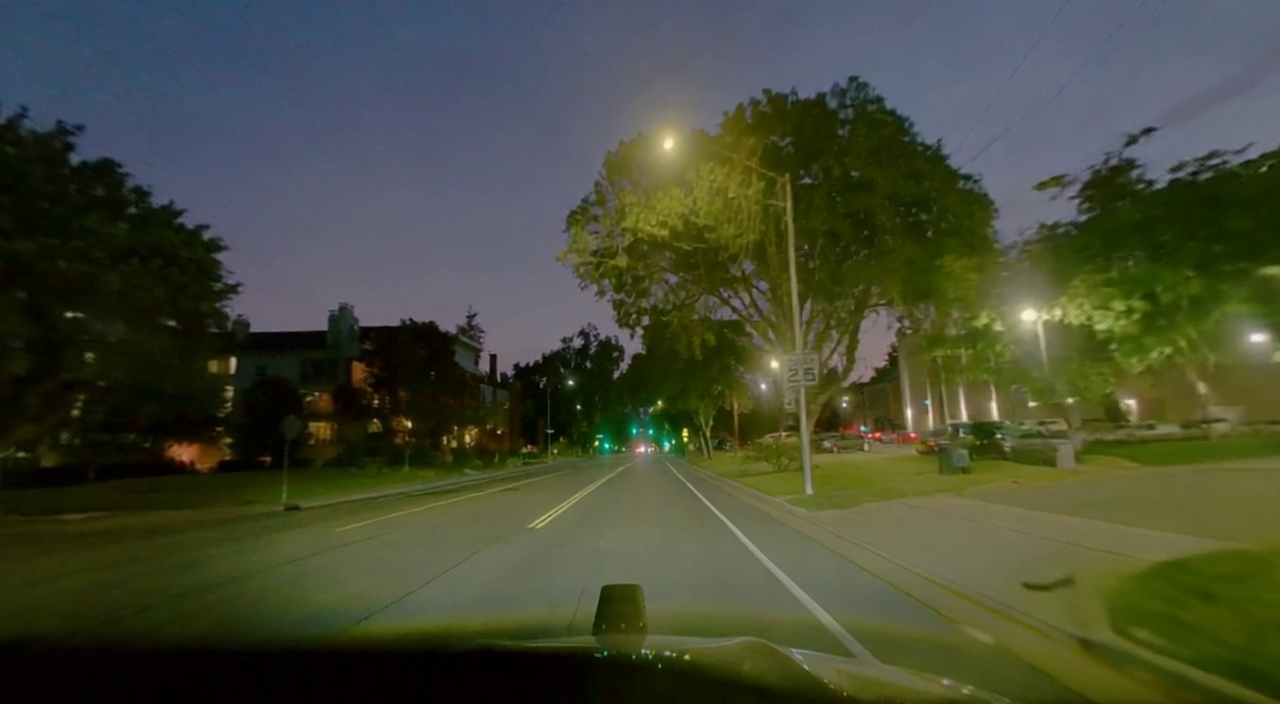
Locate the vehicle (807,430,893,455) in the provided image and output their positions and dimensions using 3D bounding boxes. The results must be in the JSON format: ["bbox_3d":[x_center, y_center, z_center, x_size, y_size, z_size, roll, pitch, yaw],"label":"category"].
[{"bbox_3d":[13.111,5.679,39.519,4.529,1.490,2.168,1,-9,-5],"label":"vehicle"}]

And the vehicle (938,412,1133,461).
[{"bbox_3d":[12.719,2.776,20.561,4.955,1.489,2.002,0,-9,2],"label":"vehicle"}]
